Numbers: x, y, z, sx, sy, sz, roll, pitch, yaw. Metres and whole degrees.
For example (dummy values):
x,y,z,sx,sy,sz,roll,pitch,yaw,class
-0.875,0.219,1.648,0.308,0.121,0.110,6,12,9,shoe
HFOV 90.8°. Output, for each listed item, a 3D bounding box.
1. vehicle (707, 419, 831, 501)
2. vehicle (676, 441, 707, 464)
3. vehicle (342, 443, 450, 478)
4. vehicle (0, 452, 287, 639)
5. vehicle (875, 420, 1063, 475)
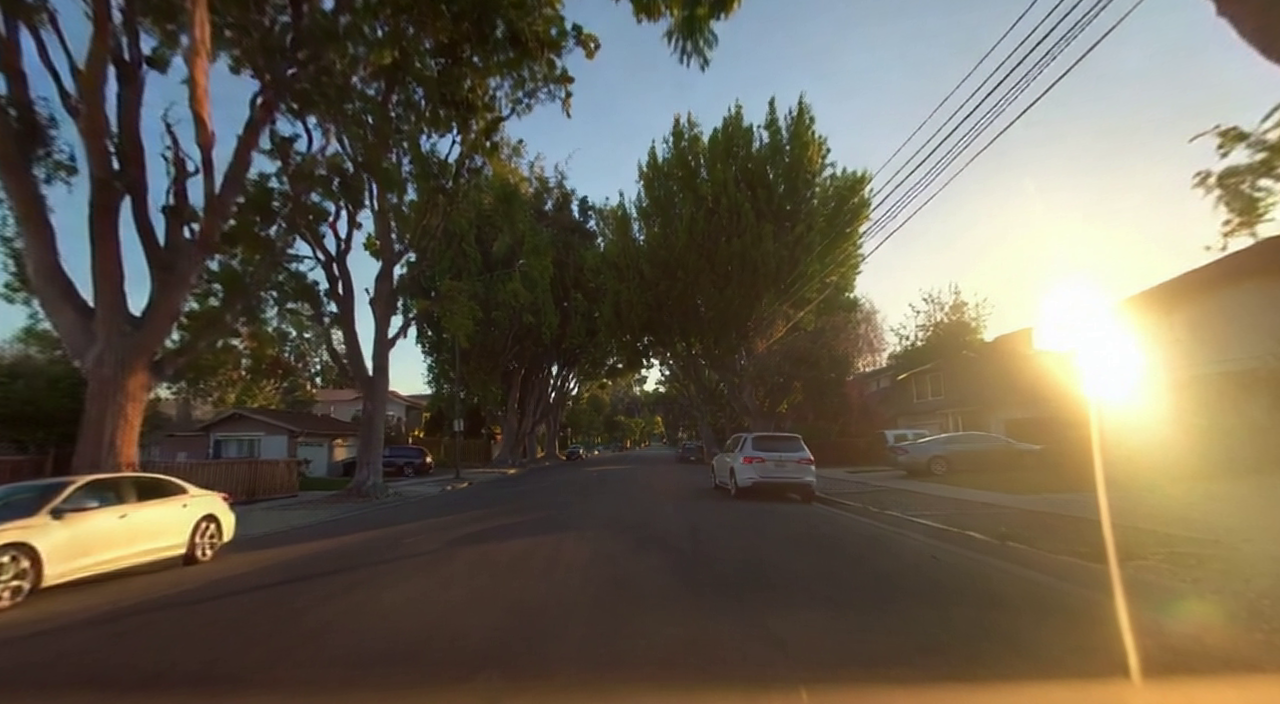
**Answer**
x,y,z,sx,sy,sz,roll,pitch,yaw,class
3.251,2.876,17.214,2.241,1.875,5.059,0,-8,-1,vehicle
3.586,7.052,44.551,2.016,1.567,4.228,0,-8,2,vehicle
-13.047,5.825,33.972,4.928,1.797,1.981,0,-8,2,vehicle
-6.246,1.949,7.047,2.099,1.399,4.357,-4,-8,1,vehicle
10.561,3.147,20.728,5.041,1.486,1.969,-4,-9,13,vehicle
